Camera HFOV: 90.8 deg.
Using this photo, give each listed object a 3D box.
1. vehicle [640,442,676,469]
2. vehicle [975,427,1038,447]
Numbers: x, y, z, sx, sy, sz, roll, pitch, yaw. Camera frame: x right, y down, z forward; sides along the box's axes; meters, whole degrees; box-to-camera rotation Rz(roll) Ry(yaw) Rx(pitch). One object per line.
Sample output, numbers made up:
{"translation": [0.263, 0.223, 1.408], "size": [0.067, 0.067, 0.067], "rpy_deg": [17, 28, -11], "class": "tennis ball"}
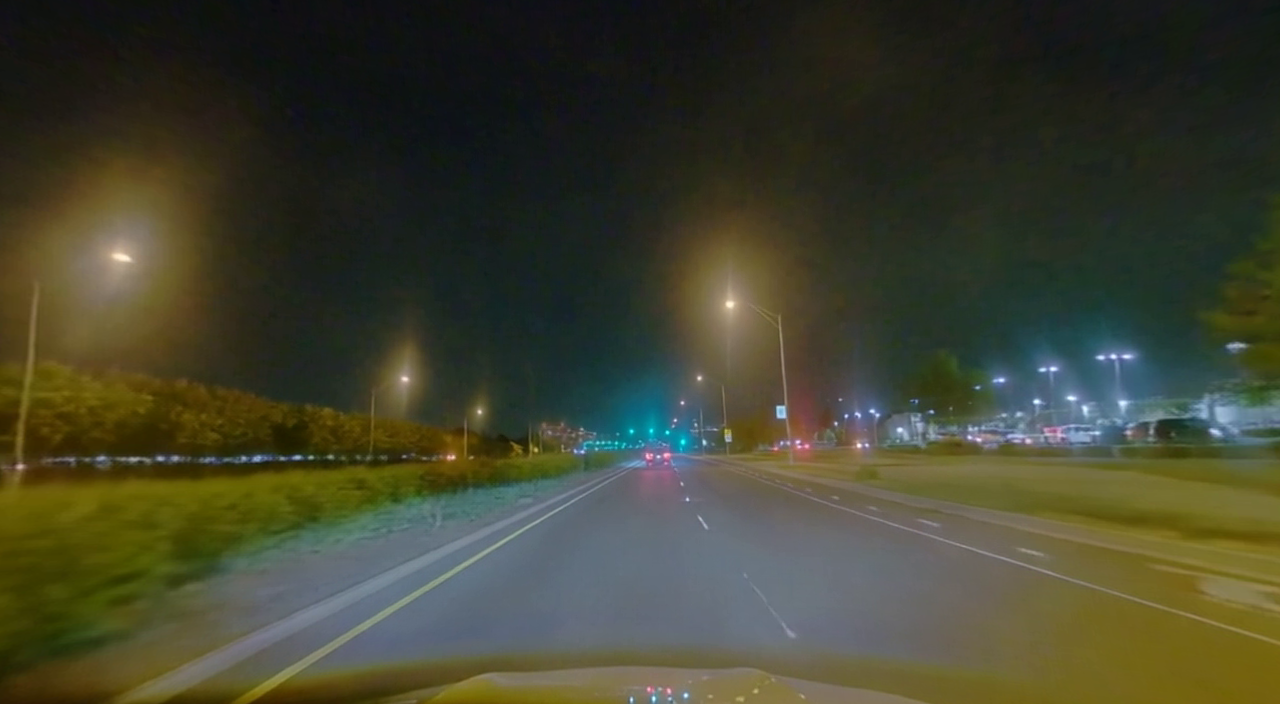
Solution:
{"translation": [1.136, 6.709, 41.005], "size": [2.158, 1.600, 3.865], "rpy_deg": [-1, -9, 1], "class": "vehicle"}
{"translation": [28.670, 6.715, 49.597], "size": [1.847, 1.451, 4.470], "rpy_deg": [1, -8, -7], "class": "vehicle"}
